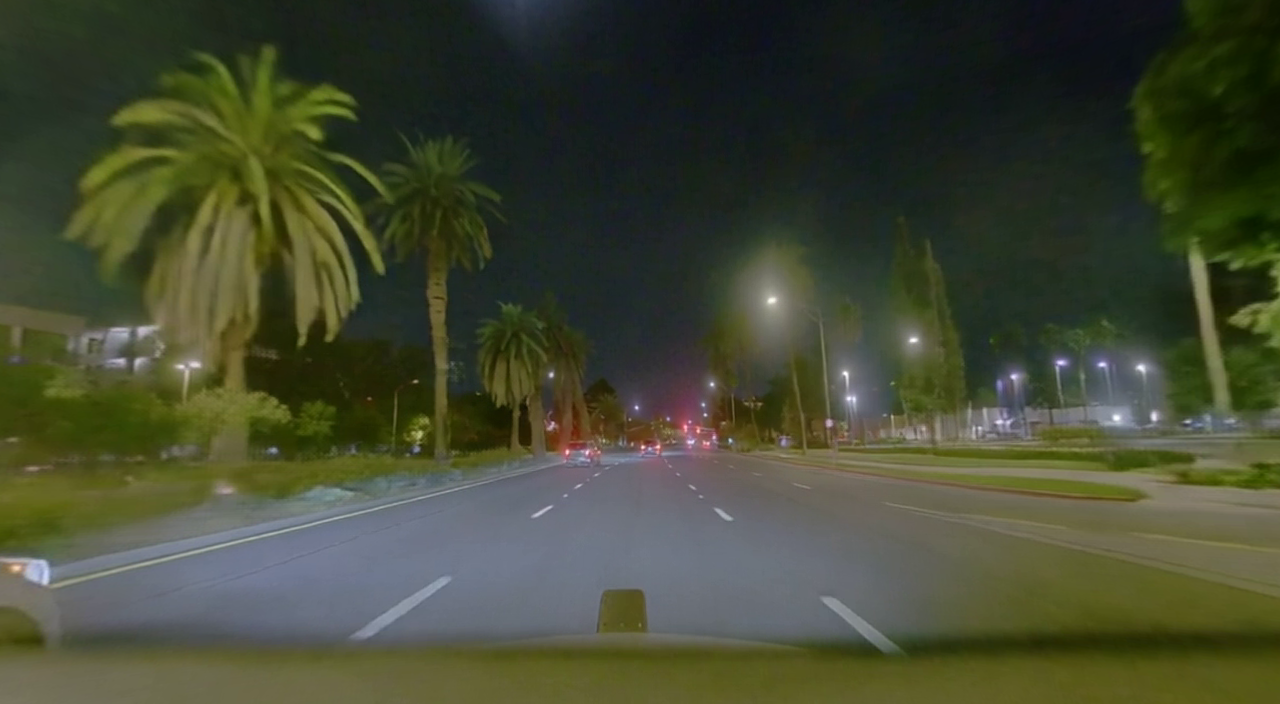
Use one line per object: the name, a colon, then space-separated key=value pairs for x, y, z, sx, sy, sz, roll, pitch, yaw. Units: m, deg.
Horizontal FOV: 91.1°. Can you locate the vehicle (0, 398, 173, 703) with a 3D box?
vehicle: x=-3.454 y=0.688 z=0.784 sx=2.036 sy=1.478 sz=4.771 roll=0 pitch=-8 yaw=0

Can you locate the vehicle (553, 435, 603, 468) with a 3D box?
vehicle: x=-3.535 y=5.782 z=36.737 sx=2.188 sy=1.819 sz=4.667 roll=0 pitch=-8 yaw=3
